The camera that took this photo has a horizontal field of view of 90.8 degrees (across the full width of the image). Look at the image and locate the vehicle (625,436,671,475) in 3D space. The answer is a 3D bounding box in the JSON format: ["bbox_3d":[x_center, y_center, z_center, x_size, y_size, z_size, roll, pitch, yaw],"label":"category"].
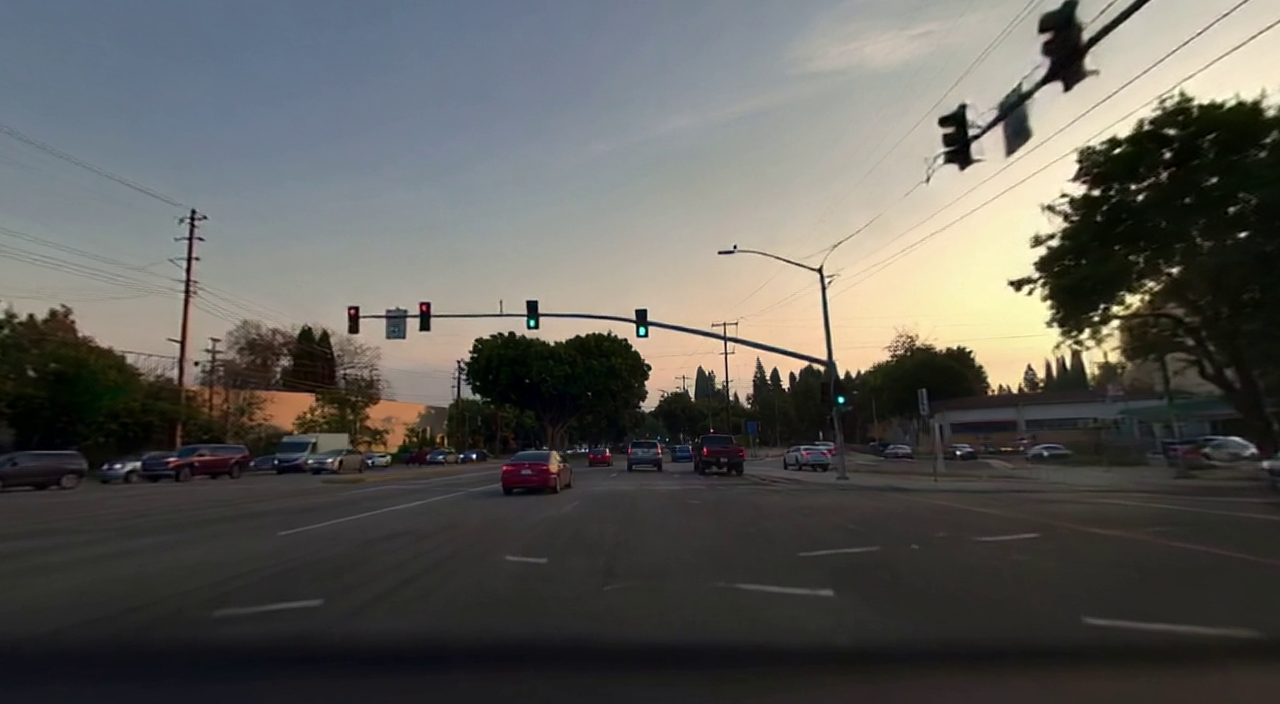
[{"bbox_3d":[0.508,6.293,38.636,2.643,2.145,5.585,0,-9,1],"label":"vehicle"}]

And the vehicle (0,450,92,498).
[{"bbox_3d":[-24.550,4.743,24.444,2.224,1.759,4.994,-4,-9,0],"label":"vehicle"}]

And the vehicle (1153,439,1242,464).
[{"bbox_3d":[34.615,6.181,39.347,1.658,1.506,3.747,2,-9,-12],"label":"vehicle"}]

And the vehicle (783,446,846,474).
[{"bbox_3d":[10.835,6.735,39.556,2.010,1.633,4.246,2,-9,-13],"label":"vehicle"}]

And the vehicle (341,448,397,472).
[{"bbox_3d":[-20.553,8.216,48.161,2.129,1.668,4.614,-1,-9,1],"label":"vehicle"}]

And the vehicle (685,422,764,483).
[{"bbox_3d":[3.956,4.925,31.224,2.905,2.636,6.895,0,-9,0],"label":"vehicle"}]

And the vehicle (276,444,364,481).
[{"bbox_3d":[-17.517,6.038,34.928,2.000,1.894,5.301,0,-9,1],"label":"vehicle"}]

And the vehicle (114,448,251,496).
[{"bbox_3d":[-18.058,4.714,25.279,1.958,1.683,4.559,0,-9,2],"label":"vehicle"}]

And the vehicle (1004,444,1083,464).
[{"bbox_3d":[30.788,7.749,48.329,1.868,1.447,4.690,5,-10,-28],"label":"vehicle"}]

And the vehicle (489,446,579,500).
[{"bbox_3d":[-3.201,3.736,20.009,1.939,1.494,4.499,0,-9,2],"label":"vehicle"}]
